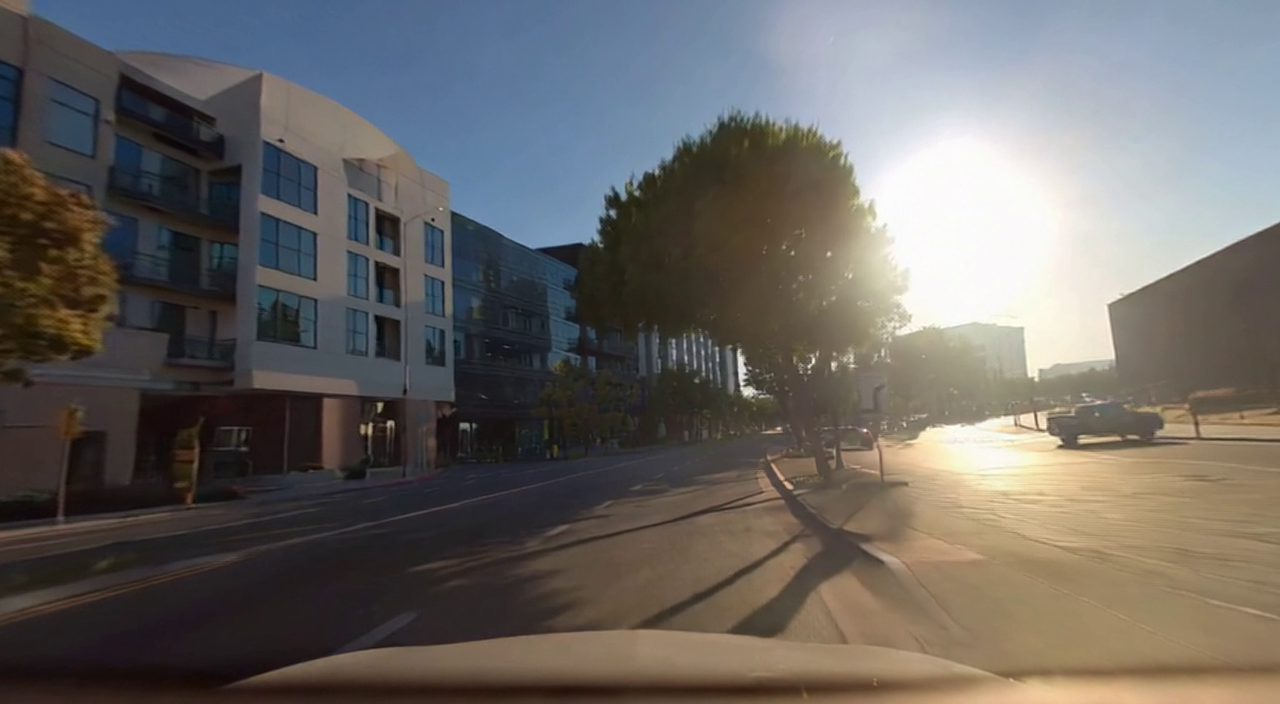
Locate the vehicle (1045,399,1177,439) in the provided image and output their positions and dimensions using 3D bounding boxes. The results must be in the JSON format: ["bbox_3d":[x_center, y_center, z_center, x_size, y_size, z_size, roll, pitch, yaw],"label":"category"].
[{"bbox_3d":[22.620,3.289,30.461,4.871,1.757,2.014,-7,-10,40],"label":"vehicle"}]

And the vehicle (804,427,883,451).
[{"bbox_3d":[12.146,5.195,37.777,4.218,1.385,1.830,3,-8,-21],"label":"vehicle"}]
